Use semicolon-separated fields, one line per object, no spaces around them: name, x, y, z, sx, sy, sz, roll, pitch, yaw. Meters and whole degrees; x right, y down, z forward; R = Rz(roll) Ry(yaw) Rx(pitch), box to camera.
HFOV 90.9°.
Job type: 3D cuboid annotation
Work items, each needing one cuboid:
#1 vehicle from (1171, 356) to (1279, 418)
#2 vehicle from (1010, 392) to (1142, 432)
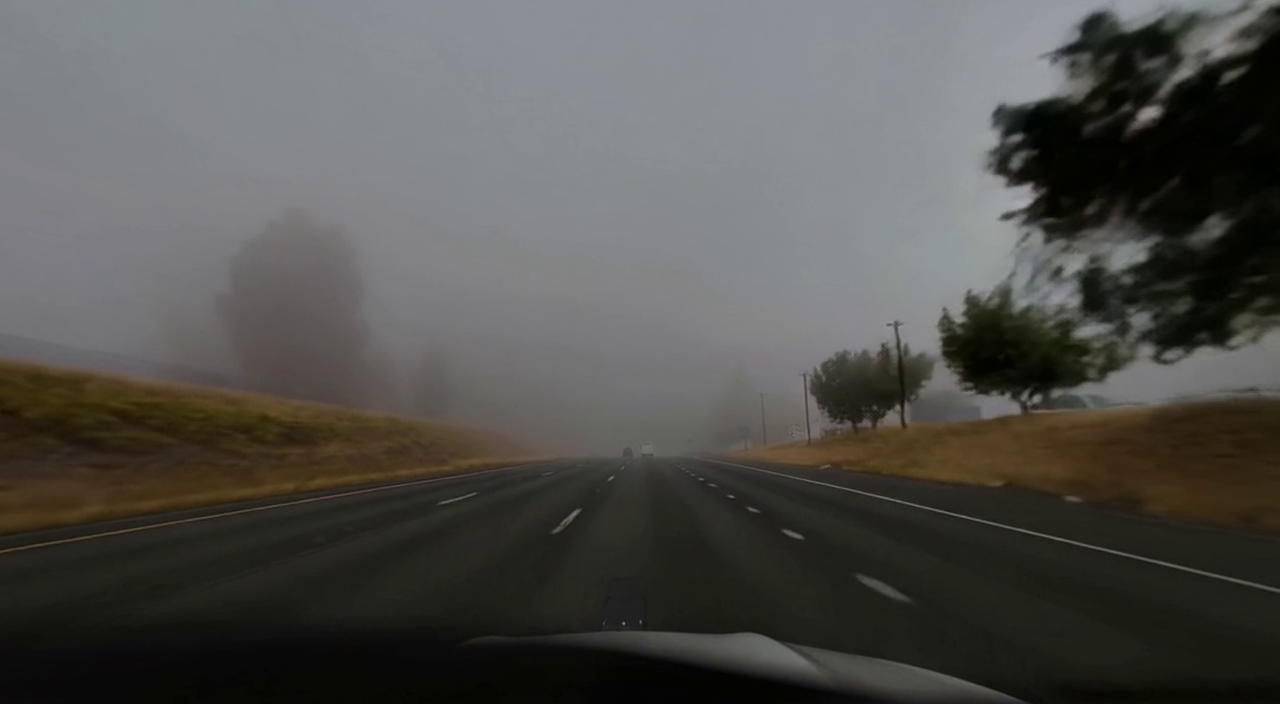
vehicle;18.082;0.974;17.774;4.366;1.571;1.844;-5;-9;28
vehicle;18.514;2.619;27.070;4.331;1.505;1.792;-4;-9;26
